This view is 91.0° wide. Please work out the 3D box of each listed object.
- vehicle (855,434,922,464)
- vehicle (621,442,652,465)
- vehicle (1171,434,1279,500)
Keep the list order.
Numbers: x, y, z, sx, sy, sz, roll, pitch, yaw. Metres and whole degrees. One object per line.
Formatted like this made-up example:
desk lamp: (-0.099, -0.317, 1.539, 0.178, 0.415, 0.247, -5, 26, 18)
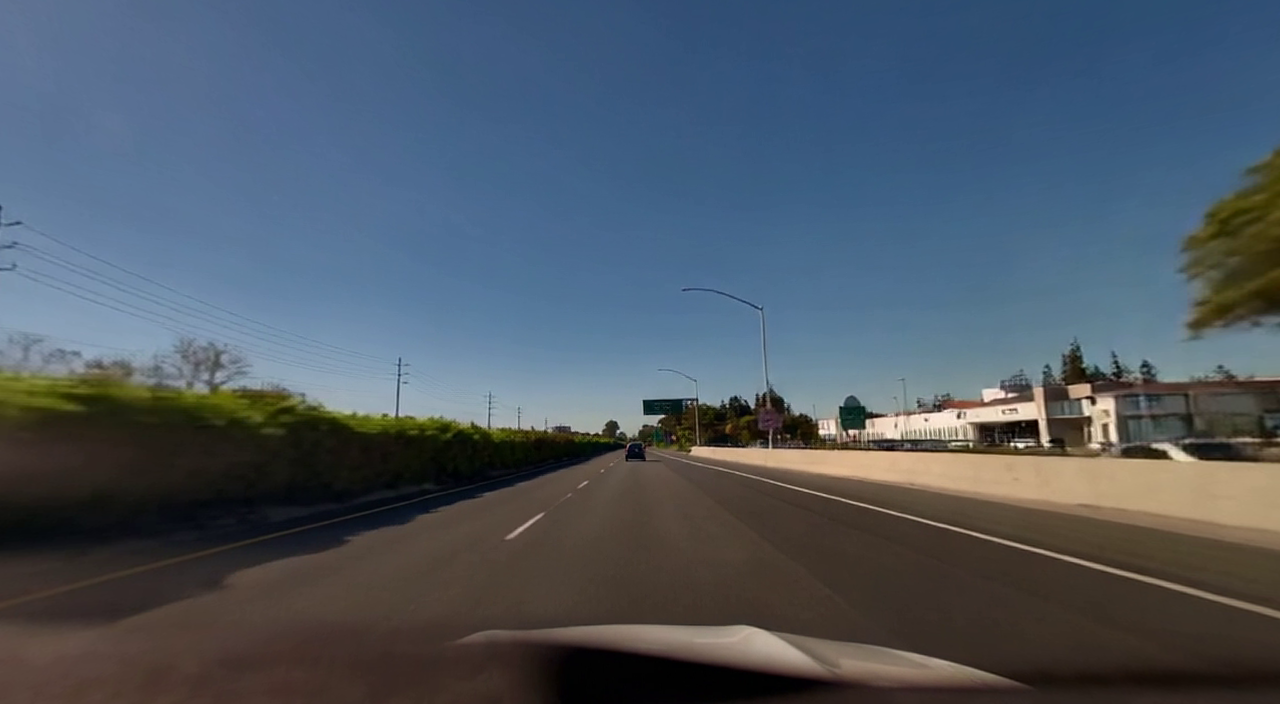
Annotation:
vehicle: (18.074, 7.119, 46.227, 2.288, 1.963, 5.983, 1, -9, -2)
vehicle: (-0.257, 7.373, 45.859, 2.110, 1.555, 4.431, 0, -9, -1)
vehicle: (15.760, 2.764, 15.186, 1.987, 1.517, 4.405, 0, -9, -1)
